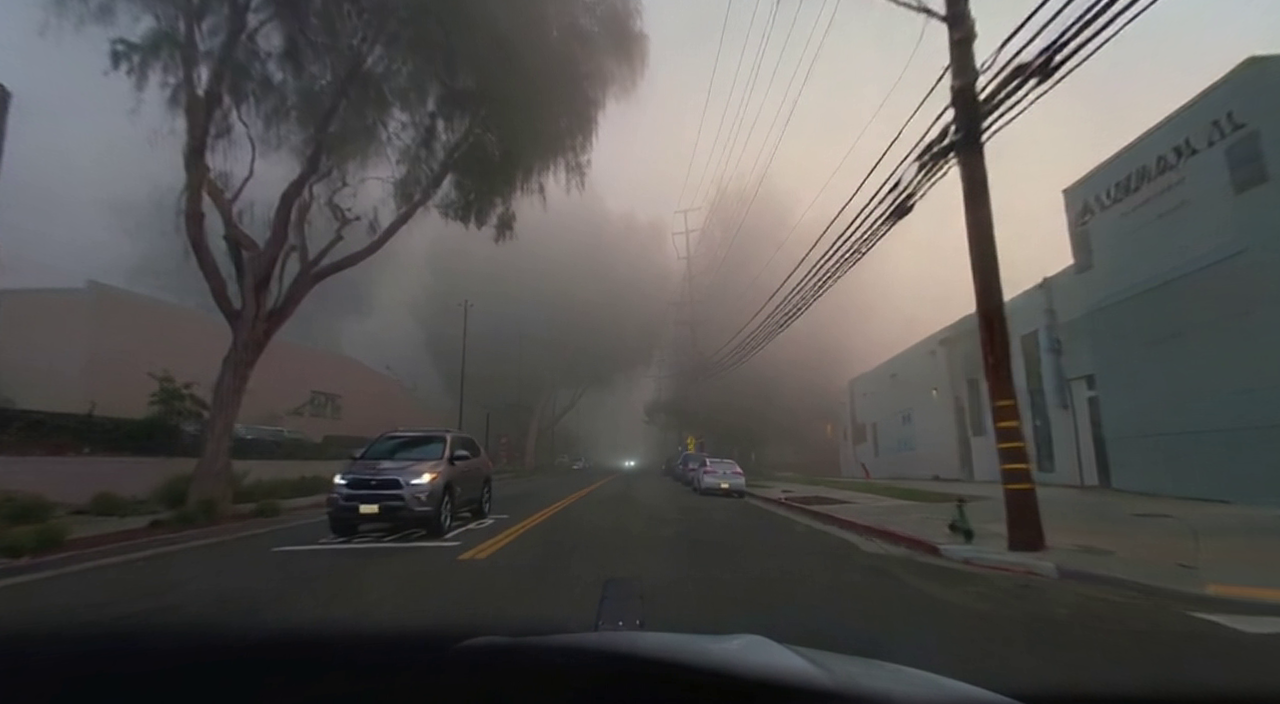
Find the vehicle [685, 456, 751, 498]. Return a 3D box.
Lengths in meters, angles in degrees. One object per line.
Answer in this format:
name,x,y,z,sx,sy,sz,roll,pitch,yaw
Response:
vehicle,2.902,4.744,24.319,1.877,1.373,3.854,0,-8,-2

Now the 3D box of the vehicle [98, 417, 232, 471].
vehicle,-24.422,4.791,32.916,2.288,2.514,5.886,0,-8,1

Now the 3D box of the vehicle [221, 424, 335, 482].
vehicle,-18.494,5.120,32.754,2.256,2.668,5.979,-1,-7,2

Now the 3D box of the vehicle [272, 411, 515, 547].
vehicle,-4.089,2.212,11.718,2.495,1.966,4.846,0,-8,0
